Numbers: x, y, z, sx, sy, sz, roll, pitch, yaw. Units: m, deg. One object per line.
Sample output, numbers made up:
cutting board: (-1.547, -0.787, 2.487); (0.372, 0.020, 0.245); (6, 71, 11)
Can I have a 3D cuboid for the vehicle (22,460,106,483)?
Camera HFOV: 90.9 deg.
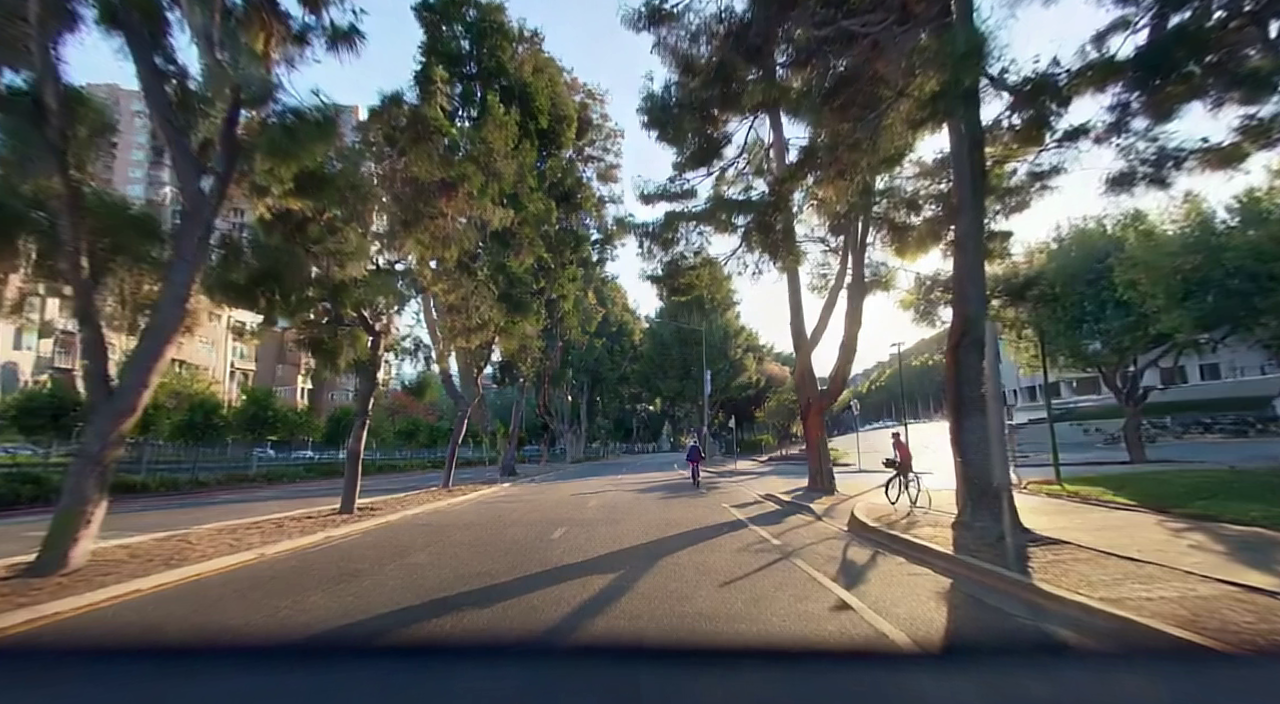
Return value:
vehicle: (-43.884, 9.122, 48.192); (1.775, 1.558, 4.727); (-1, -9, 4)
